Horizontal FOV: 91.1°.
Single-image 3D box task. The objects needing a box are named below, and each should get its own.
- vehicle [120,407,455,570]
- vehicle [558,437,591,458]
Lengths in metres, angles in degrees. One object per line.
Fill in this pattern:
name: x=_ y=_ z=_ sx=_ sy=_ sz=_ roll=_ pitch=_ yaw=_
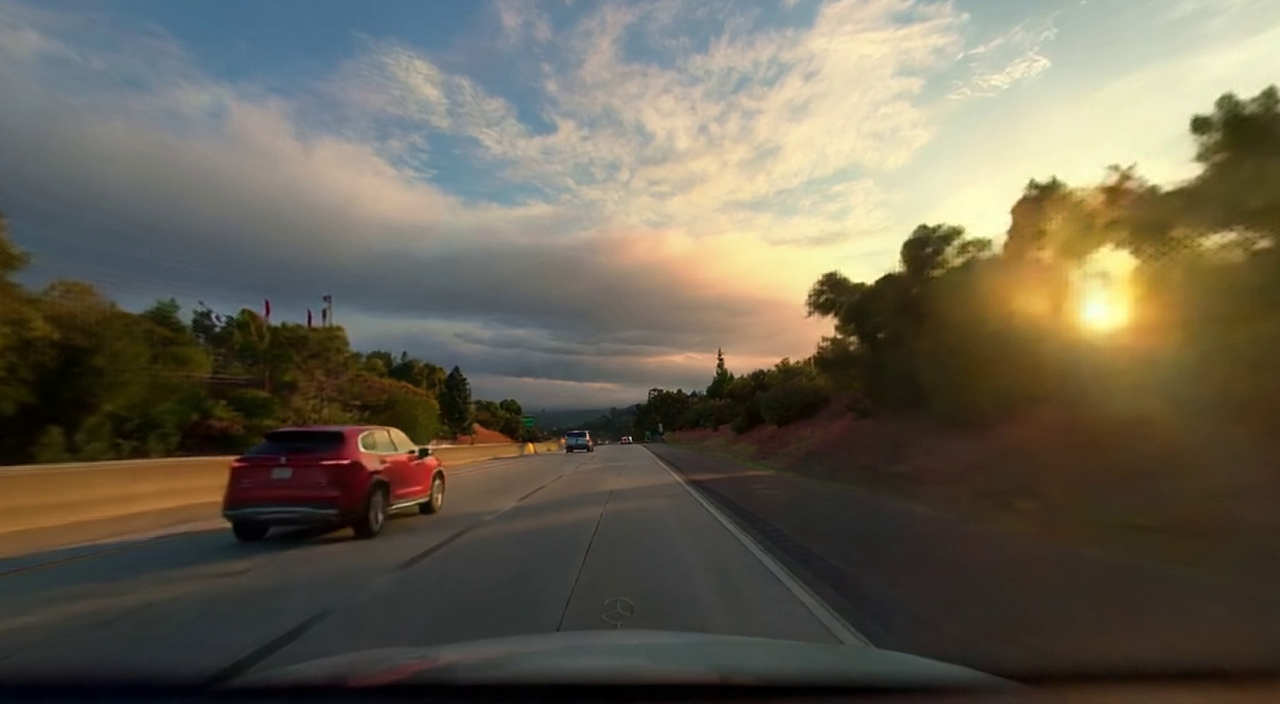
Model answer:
vehicle: x=-4.263 y=1.695 z=8.745 sx=2.070 sy=1.647 sz=4.577 roll=0 pitch=-8 yaw=-1
vehicle: x=-4.798 y=7.080 z=46.737 sx=2.063 sy=1.496 sz=4.225 roll=0 pitch=-8 yaw=-1
